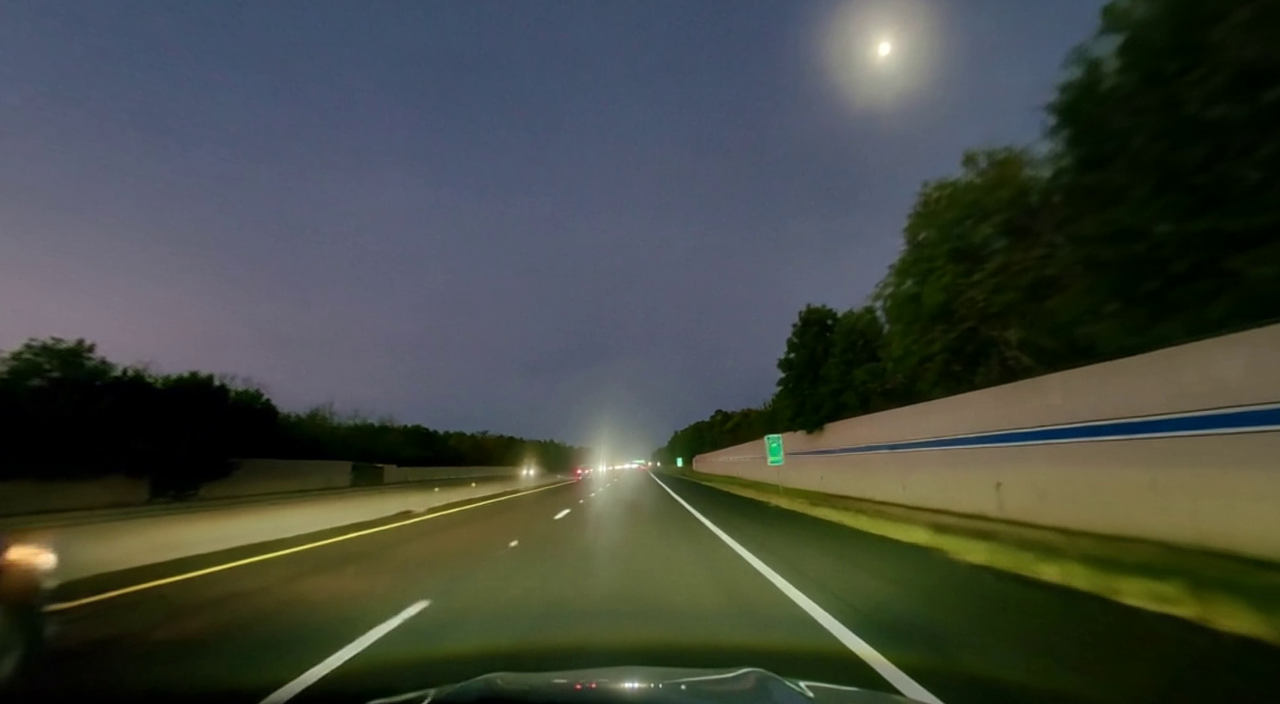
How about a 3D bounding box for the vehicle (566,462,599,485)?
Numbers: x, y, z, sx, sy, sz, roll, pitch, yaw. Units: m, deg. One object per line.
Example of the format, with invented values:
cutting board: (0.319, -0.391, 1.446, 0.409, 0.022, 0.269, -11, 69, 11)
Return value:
vehicle: (-4.053, 8.657, 44.834, 1.985, 1.515, 3.839, 1, -11, 0)
